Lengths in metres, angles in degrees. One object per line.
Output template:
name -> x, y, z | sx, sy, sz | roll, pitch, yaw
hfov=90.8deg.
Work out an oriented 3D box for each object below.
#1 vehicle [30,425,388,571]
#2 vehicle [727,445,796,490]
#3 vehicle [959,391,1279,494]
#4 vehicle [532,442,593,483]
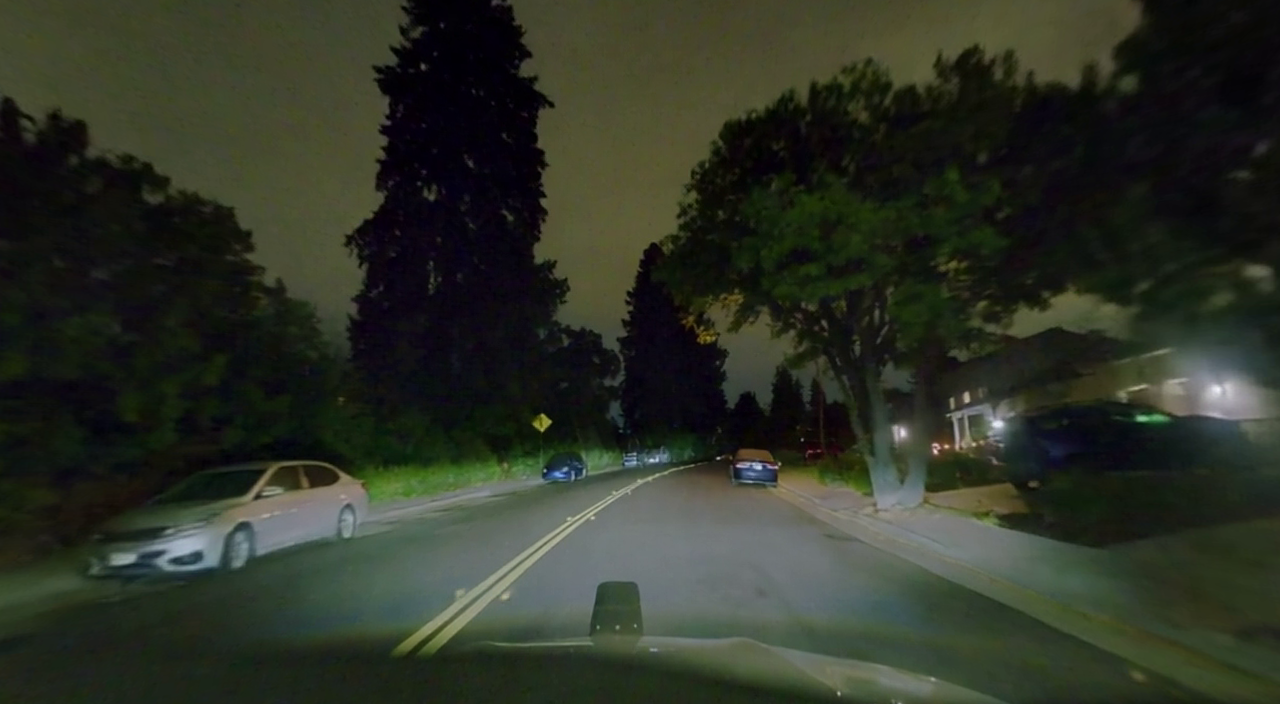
vehicle -> -5.641, 2.190, 9.196 | 1.972, 1.536, 4.347 | -3, -15, 2
vehicle -> 4.340, 4.164, 23.123 | 1.972, 1.460, 4.137 | -1, -8, 4
vehicle -> 9.725, 1.880, 13.127 | 5.009, 1.906, 2.046 | -1, -8, 7
vehicle -> -3.661, 5.432, 30.660 | 2.005, 1.557, 4.172 | -3, -15, 6
